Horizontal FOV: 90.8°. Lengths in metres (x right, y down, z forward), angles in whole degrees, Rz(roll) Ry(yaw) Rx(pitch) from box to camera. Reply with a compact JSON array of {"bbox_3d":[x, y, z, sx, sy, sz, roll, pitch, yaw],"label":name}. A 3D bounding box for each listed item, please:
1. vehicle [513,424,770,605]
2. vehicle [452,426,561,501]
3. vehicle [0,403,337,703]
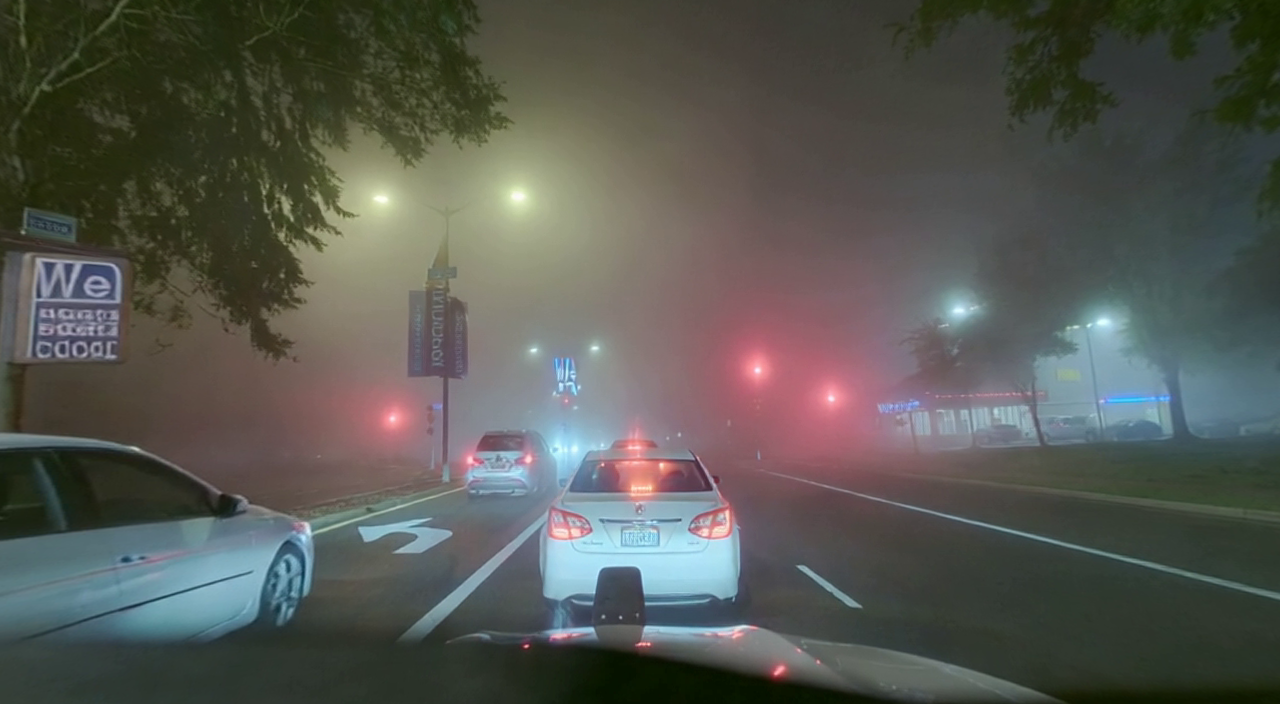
[{"bbox_3d":[-0.048,1.640,7.290,2.126,1.475,3.967,0,-8,-2],"label":"vehicle"},{"bbox_3d":[-3.431,2.957,17.099,2.046,1.751,4.208,0,-8,-1],"label":"vehicle"},{"bbox_3d":[-3.490,1.020,2.933,1.961,1.487,4.453,0,-8,0],"label":"vehicle"}]
